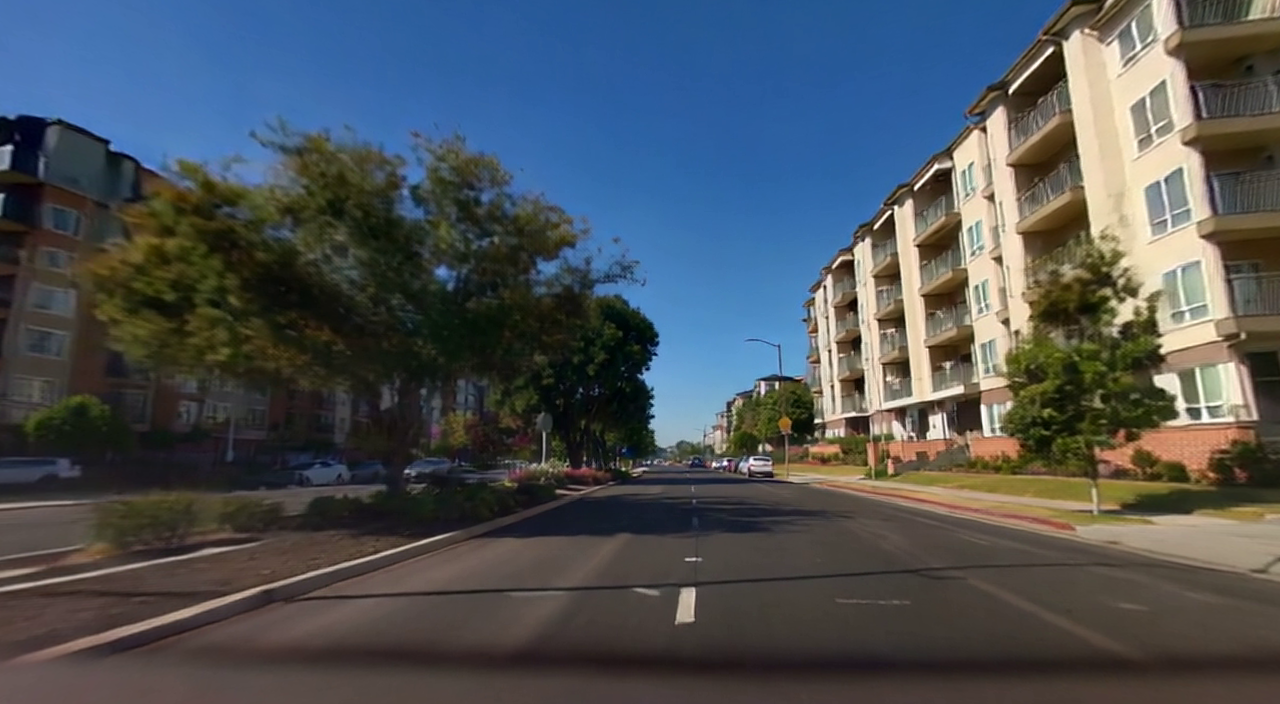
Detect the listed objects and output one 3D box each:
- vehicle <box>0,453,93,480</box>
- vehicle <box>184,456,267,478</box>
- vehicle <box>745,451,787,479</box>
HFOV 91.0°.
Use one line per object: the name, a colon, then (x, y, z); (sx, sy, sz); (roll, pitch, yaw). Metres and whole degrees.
vehicle: (-38.048, 7.332, 40.351); (4.334, 1.686, 1.925); (-2, -9, 9)
vehicle: (-31.193, 8.628, 47.397); (4.818, 1.567, 2.023); (8, -13, -42)
vehicle: (9.071, 8.155, 45.763); (2.241, 1.877, 4.810); (-1, -9, 2)
